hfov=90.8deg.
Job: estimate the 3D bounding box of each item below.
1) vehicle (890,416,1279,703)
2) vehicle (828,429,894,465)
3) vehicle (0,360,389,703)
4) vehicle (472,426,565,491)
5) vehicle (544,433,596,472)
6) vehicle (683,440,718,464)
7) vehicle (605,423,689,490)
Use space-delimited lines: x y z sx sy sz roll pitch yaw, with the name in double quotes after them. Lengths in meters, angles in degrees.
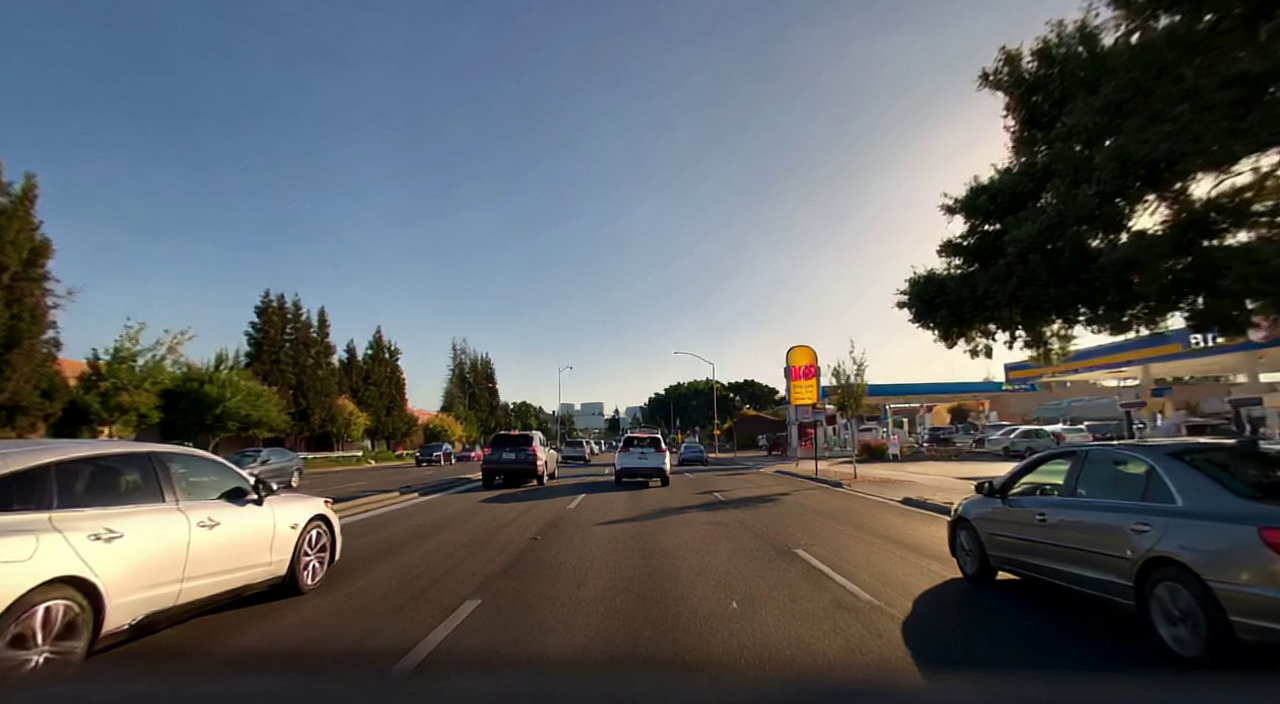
3.944 1.353 5.177 1.888 1.456 4.589 0 -8 0 "vehicle"
11.847 5.145 34.219 1.918 1.765 4.668 0 -8 0 "vehicle"
-3.450 1.088 4.236 1.864 1.574 4.031 0 -8 0 "vehicle"
-3.462 3.122 18.837 1.932 1.695 4.150 0 -8 0 "vehicle"
-3.160 4.620 29.241 1.871 1.673 3.920 0 -8 1 "vehicle"
4.089 6.844 43.463 1.926 1.522 3.852 0 -8 -1 "vehicle"
0.169 3.163 19.396 2.279 1.803 4.254 0 -8 0 "vehicle"
